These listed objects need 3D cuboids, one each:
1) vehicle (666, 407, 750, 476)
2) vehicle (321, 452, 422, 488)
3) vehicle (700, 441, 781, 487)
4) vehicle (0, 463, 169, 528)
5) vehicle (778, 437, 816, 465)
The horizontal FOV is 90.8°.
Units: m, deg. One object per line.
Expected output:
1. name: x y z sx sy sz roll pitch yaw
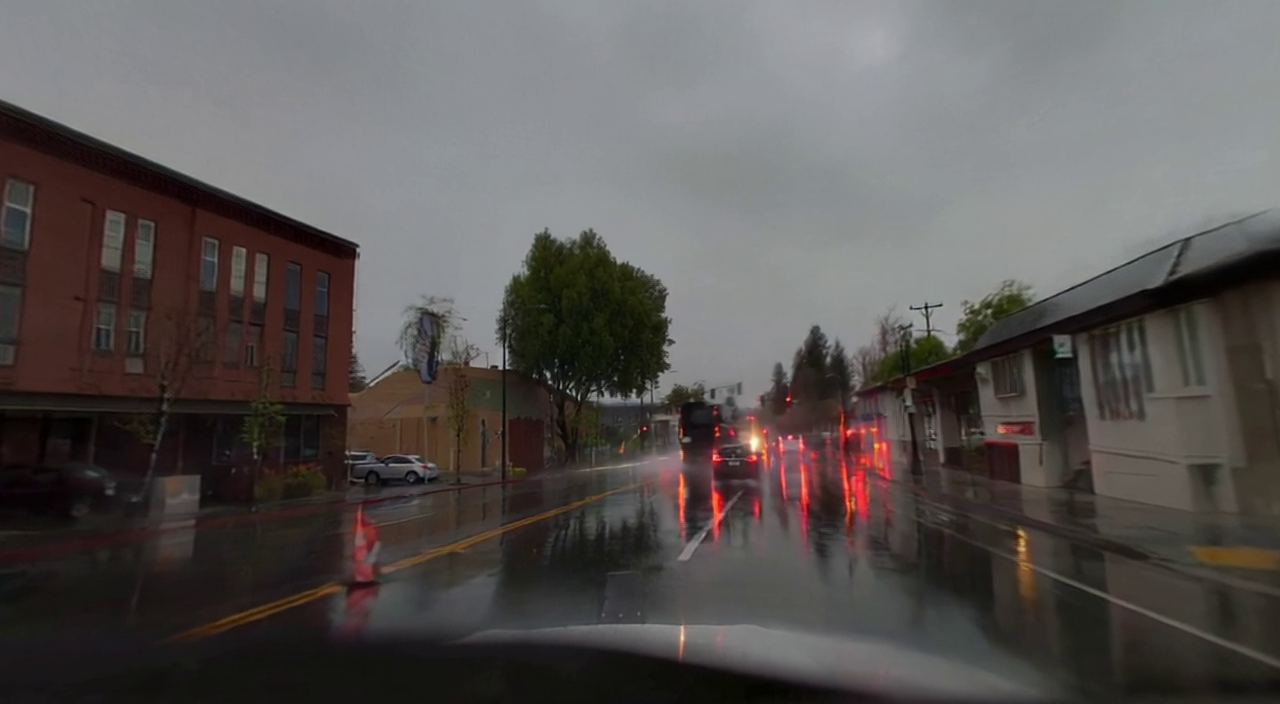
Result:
1. vehicle: 4.327 5.222 36.606 2.977 3.271 12.748 -2 -9 14
2. vehicle: -13.729 6.025 32.394 4.397 1.698 1.932 -2 -9 12
3. vehicle: 3.560 4.051 23.198 2.159 1.506 4.086 0 -8 -2
4. vehicle: -16.130 3.881 17.436 4.952 1.510 2.115 -2 -9 11
5. vehicle: 11.845 7.441 47.491 2.110 1.942 4.376 -3 -9 22
